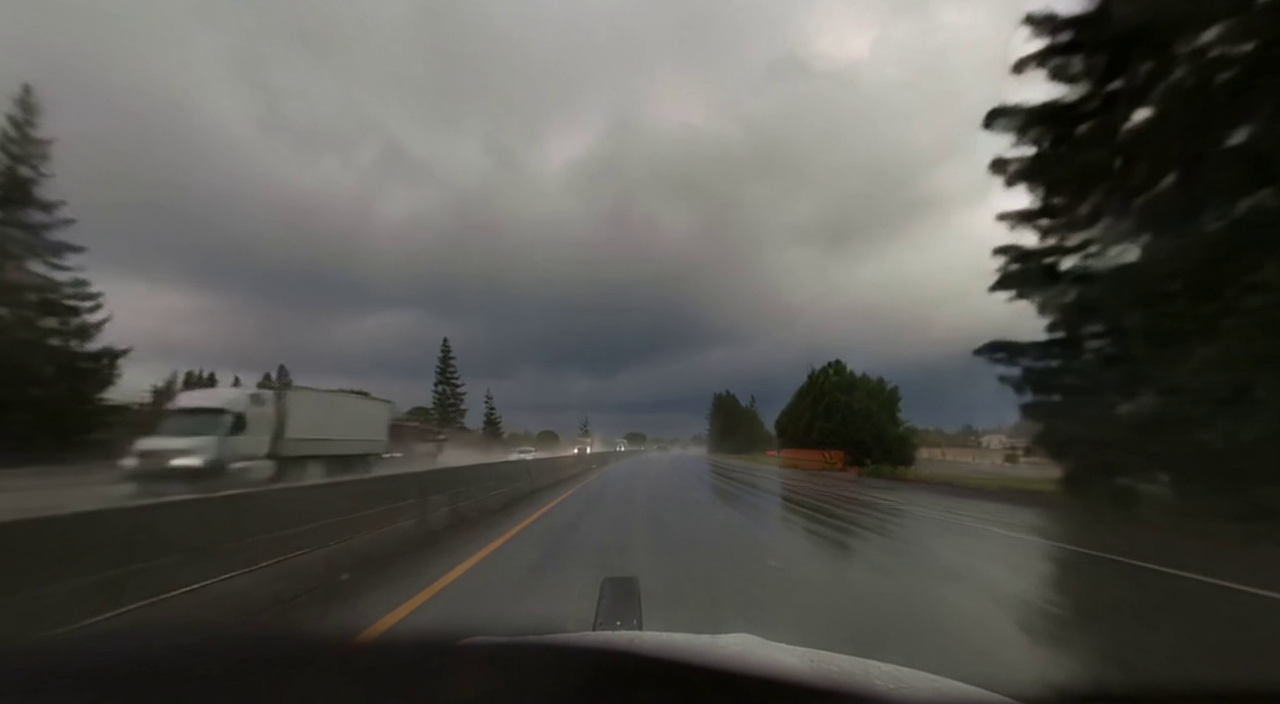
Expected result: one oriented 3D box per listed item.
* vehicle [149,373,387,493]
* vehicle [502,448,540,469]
[{"bbox_3d":[-13.764,3.324,24.886,3.071,3.733,10.252,0,-9,0],"label":"vehicle"},{"bbox_3d":[-9.254,8.277,48.986,2.026,1.496,4.495,0,-9,1],"label":"vehicle"}]
